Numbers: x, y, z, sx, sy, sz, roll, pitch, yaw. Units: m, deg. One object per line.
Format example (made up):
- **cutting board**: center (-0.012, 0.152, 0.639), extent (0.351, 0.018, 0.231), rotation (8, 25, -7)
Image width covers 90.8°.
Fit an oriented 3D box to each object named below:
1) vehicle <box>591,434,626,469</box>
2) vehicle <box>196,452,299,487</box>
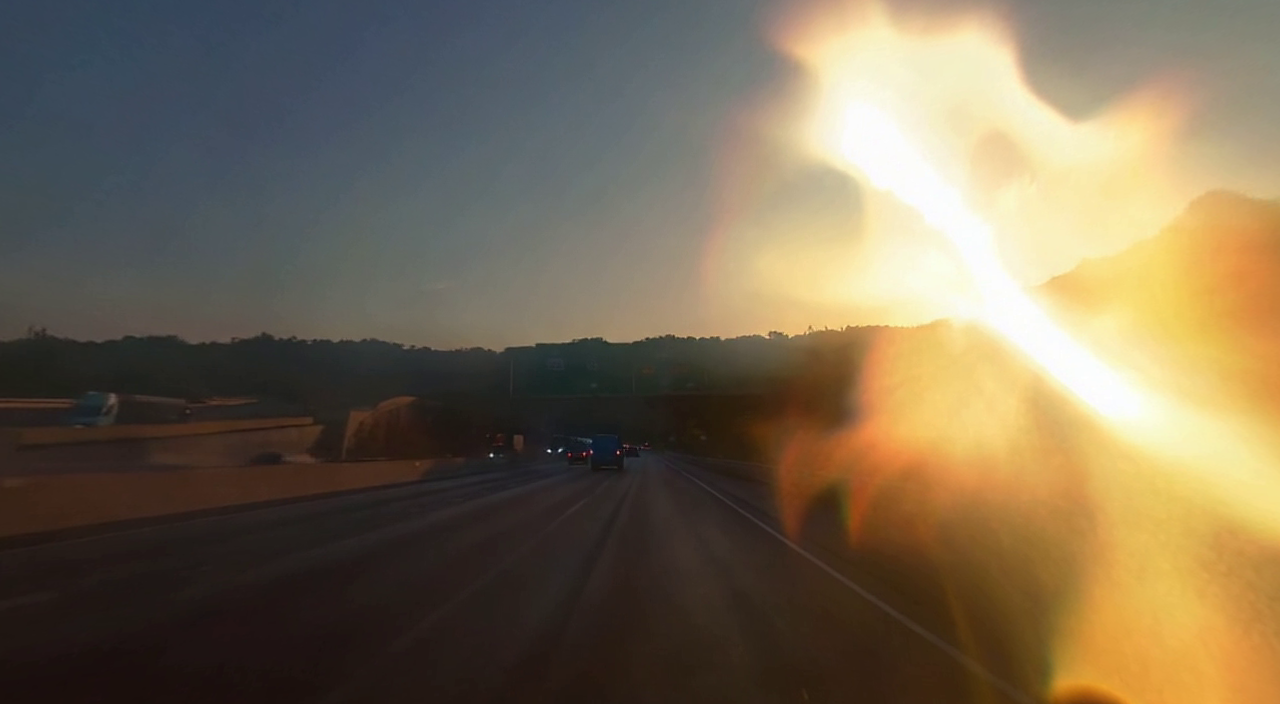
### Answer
- **vehicle**: center (-2.369, 7.794, 49.595), extent (2.437, 2.565, 5.829), rotation (0, -9, 0)
- **vehicle**: center (-18.569, 5.546, 30.171), extent (1.851, 1.488, 4.707), rotation (0, -9, 1)
